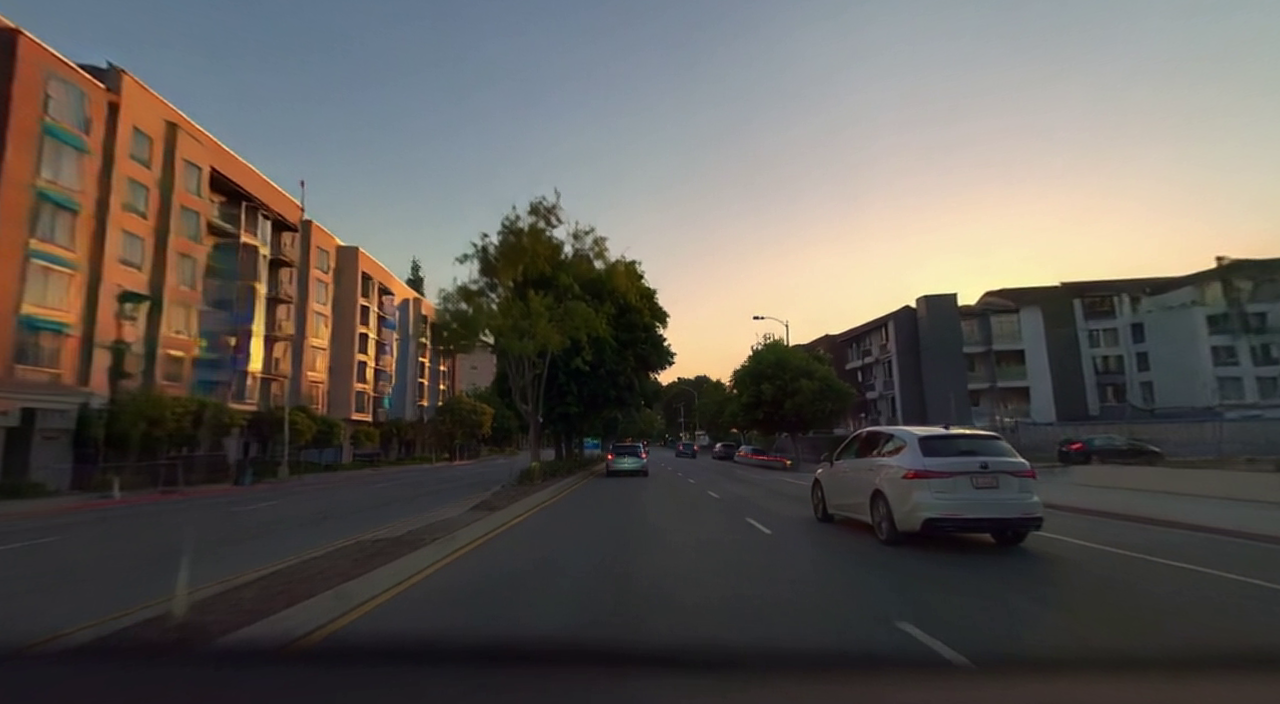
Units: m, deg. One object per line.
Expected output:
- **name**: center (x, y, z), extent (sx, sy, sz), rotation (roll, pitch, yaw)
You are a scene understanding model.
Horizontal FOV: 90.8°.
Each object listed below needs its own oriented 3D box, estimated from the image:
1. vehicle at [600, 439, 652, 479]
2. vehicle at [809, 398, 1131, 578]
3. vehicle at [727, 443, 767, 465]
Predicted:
- **vehicle**: center (-0.513, 4.359, 25.963), extent (2.006, 1.487, 3.535), rotation (-1, -8, 1)
- **vehicle**: center (3.770, 1.625, 8.243), extent (1.949, 1.723, 4.020), rotation (0, -8, -1)
- **vehicle**: center (7.733, 7.437, 46.056), extent (1.962, 1.484, 4.644), rotation (0, -8, -1)
